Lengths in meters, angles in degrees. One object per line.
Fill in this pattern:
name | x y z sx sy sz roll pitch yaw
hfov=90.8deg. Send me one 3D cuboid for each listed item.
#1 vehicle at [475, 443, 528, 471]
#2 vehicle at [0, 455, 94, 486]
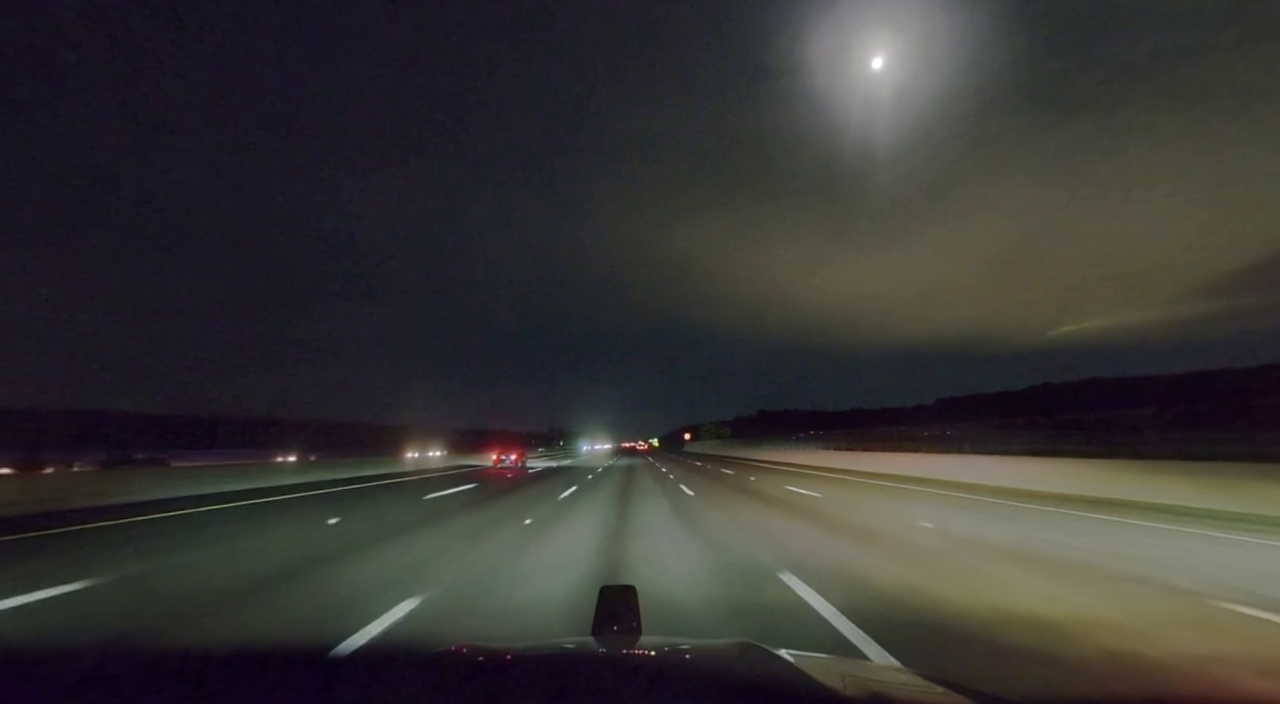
vehicle | -8.098 6.161 37.383 2.005 1.545 4.874 0 -8 0
vehicle | -35.301 6.887 37.098 1.948 1.623 4.941 0 -8 1
